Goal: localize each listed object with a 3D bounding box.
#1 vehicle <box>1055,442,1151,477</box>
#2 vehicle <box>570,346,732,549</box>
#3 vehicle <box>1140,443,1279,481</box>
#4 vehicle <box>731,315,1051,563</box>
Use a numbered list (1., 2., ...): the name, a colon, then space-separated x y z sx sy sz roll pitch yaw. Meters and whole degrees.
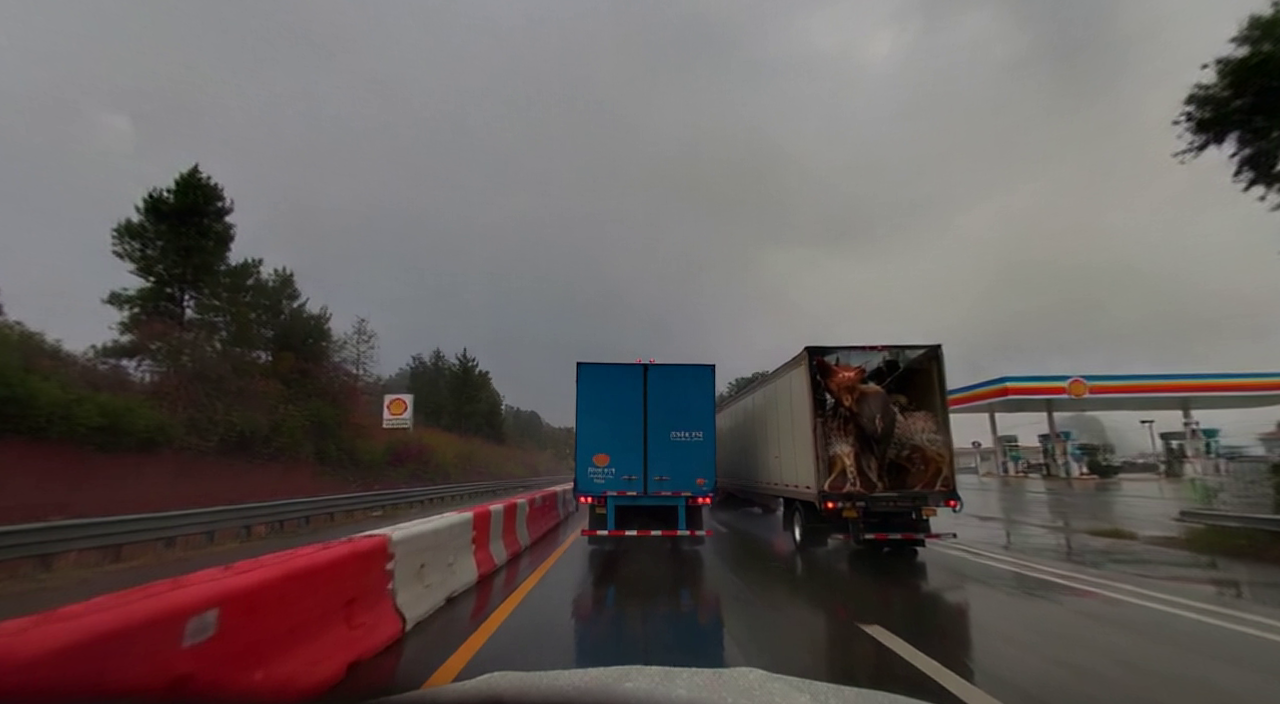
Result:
1. vehicle: 24.703 5.801 33.835 1.919 1.722 4.024 1 -10 -2
2. vehicle: 0.136 2.327 14.756 2.618 3.306 8.676 1 -10 -1
3. vehicle: 24.593 4.762 27.219 1.762 1.470 4.485 3 -11 -10
4. vehicle: 4.360 2.090 14.062 2.936 3.640 9.443 1 -10 -2
